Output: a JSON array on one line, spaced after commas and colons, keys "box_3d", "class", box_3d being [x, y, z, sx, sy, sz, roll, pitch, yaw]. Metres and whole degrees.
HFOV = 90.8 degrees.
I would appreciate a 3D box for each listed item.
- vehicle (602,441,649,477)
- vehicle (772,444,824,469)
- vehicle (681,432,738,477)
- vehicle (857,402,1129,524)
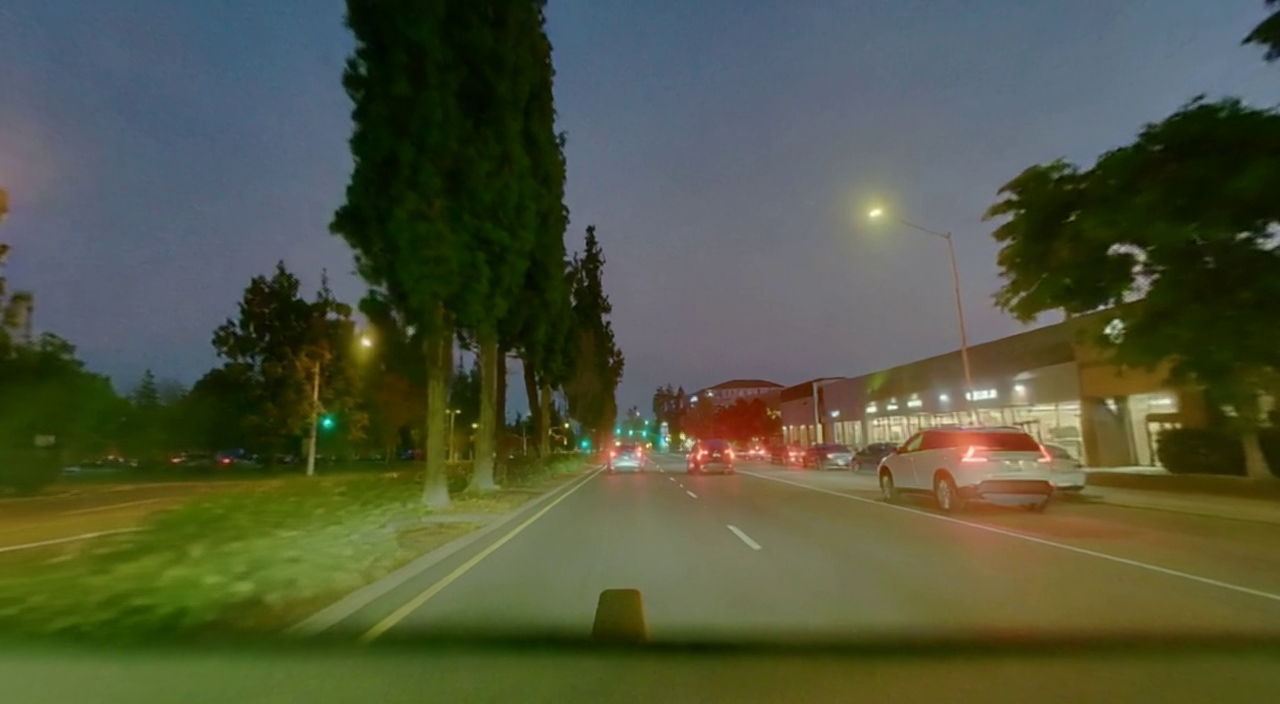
[{"box_3d": [-0.673, 4.922, 29.275, 2.037, 1.568, 3.693, 0, -8, -1], "class": "vehicle"}, {"box_3d": [9.993, 6.627, 40.362, 1.898, 1.475, 4.860, 0, -8, -2], "class": "vehicle"}, {"box_3d": [3.027, 4.598, 28.461, 1.955, 1.845, 4.538, 0, -8, -1], "class": "vehicle"}, {"box_3d": [6.617, 2.193, 12.984, 2.240, 1.923, 5.678, 0, -8, -1], "class": "vehicle"}]
